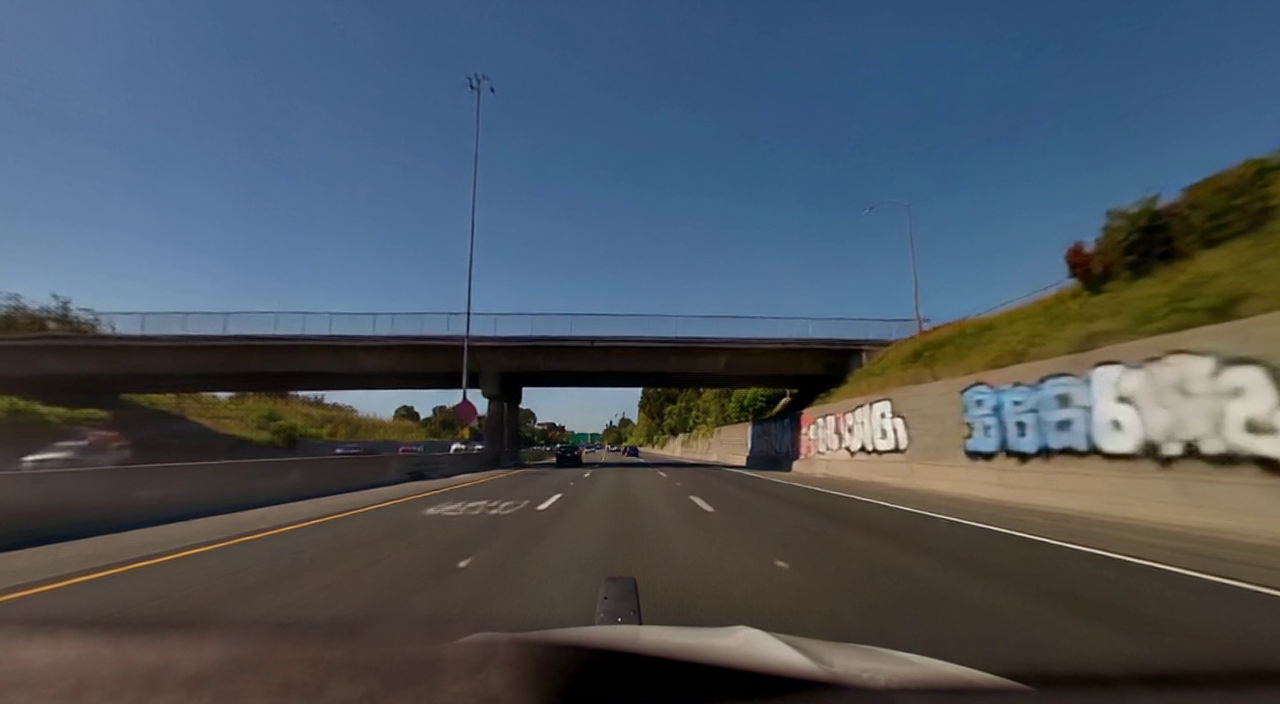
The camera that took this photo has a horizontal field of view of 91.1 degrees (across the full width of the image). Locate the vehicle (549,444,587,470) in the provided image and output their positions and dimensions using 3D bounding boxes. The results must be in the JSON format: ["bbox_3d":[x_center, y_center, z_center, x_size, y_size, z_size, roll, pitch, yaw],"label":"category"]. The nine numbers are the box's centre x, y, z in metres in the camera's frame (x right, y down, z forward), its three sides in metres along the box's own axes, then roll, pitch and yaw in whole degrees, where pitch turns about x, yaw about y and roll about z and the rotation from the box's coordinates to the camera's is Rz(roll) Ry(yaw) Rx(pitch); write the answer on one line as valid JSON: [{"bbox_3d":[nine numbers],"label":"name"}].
[{"bbox_3d":[-4.253,6.253,37.576,1.871,1.459,3.771,0,-9,-1],"label":"vehicle"}]
